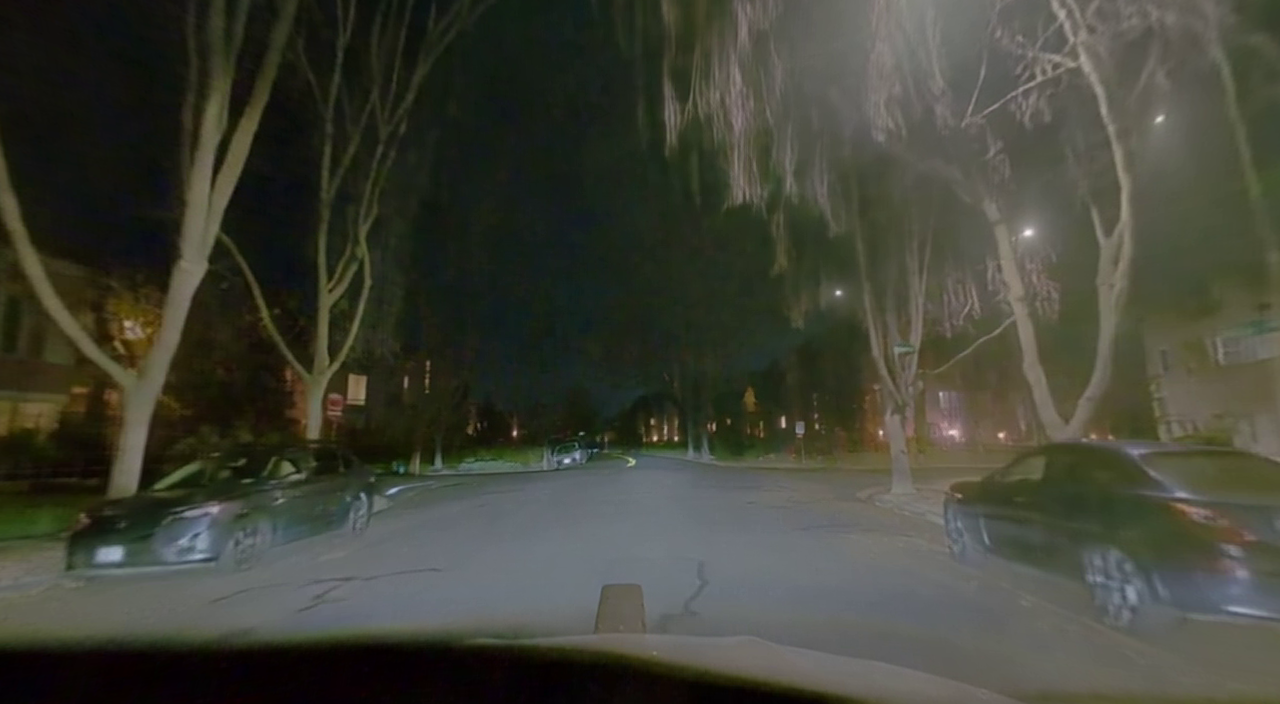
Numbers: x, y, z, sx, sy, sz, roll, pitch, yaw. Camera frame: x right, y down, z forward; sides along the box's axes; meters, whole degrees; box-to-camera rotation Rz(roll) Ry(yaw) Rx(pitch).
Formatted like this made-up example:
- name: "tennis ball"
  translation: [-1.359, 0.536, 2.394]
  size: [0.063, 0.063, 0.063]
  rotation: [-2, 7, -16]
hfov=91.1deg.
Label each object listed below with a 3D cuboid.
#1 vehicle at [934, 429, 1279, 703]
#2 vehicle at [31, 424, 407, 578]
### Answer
- name: "vehicle"
  translation: [4.434, 1.408, 5.306]
  size: [1.931, 1.395, 4.793]
  rotation: [1, -8, 5]
- name: "vehicle"
  translation: [-5.365, 1.999, 9.029]
  size: [1.943, 1.433, 4.717]
  rotation: [-6, -11, 4]
